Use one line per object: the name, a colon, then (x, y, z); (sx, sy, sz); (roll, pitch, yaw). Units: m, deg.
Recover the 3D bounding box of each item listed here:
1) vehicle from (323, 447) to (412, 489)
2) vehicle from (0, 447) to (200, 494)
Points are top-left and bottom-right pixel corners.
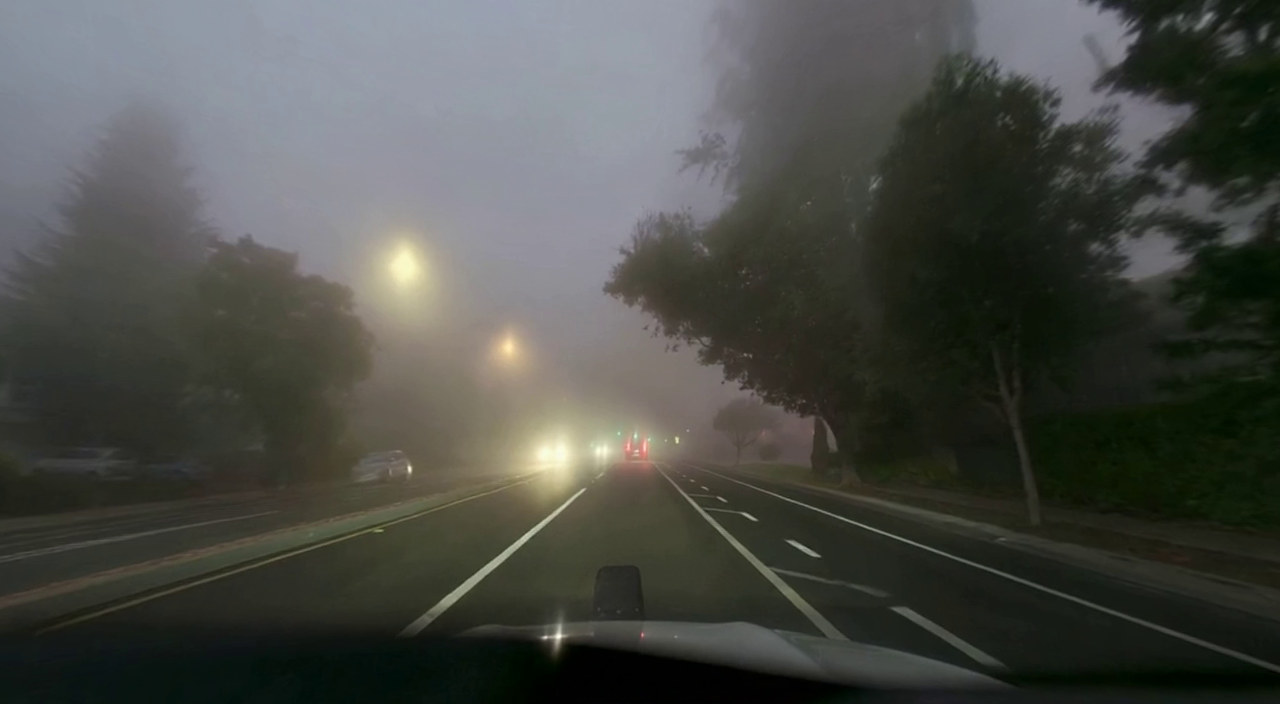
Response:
vehicle: (-12.358, 5.243, 28.911); (2.098, 1.740, 4.449); (0, -9, -1)
vehicle: (-19.334, 4.251, 22.764); (5.009, 1.557, 2.264); (2, -9, -9)
